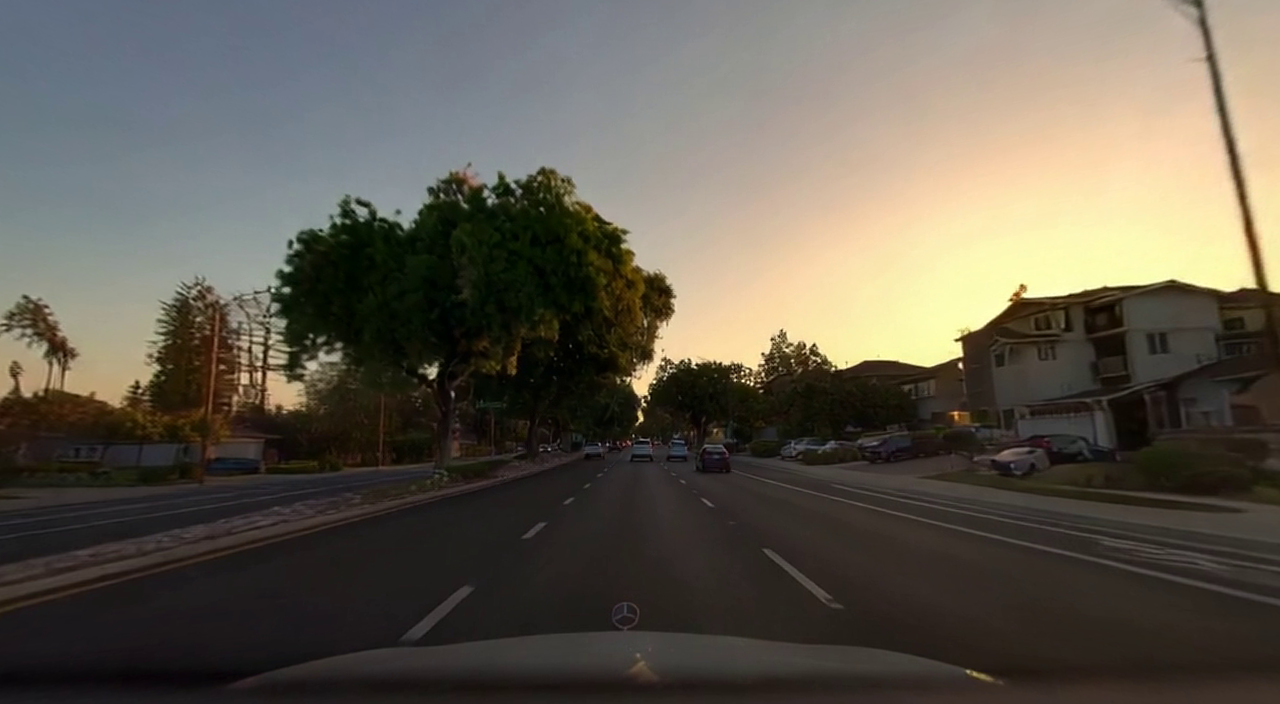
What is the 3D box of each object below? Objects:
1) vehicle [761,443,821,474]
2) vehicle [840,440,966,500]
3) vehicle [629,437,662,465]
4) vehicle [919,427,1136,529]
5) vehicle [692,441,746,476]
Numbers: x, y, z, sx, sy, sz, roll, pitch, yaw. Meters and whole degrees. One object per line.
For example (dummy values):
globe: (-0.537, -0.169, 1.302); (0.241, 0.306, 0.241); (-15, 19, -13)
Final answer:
vehicle: (7.732, 5.499, 32.854); (1.965, 1.486, 4.707); (0, -8, 0)
vehicle: (7.733, 3.478, 19.114); (1.913, 1.566, 4.354); (0, -8, 0)
vehicle: (0.337, 6.617, 42.221); (2.043, 1.734, 4.253); (0, -8, -2)
vehicle: (7.725, 2.515, 13.168); (1.933, 1.759, 3.900); (0, -8, -1)
vehicle: (3.491, 4.781, 28.549); (1.830, 1.451, 4.009); (0, -8, -1)
